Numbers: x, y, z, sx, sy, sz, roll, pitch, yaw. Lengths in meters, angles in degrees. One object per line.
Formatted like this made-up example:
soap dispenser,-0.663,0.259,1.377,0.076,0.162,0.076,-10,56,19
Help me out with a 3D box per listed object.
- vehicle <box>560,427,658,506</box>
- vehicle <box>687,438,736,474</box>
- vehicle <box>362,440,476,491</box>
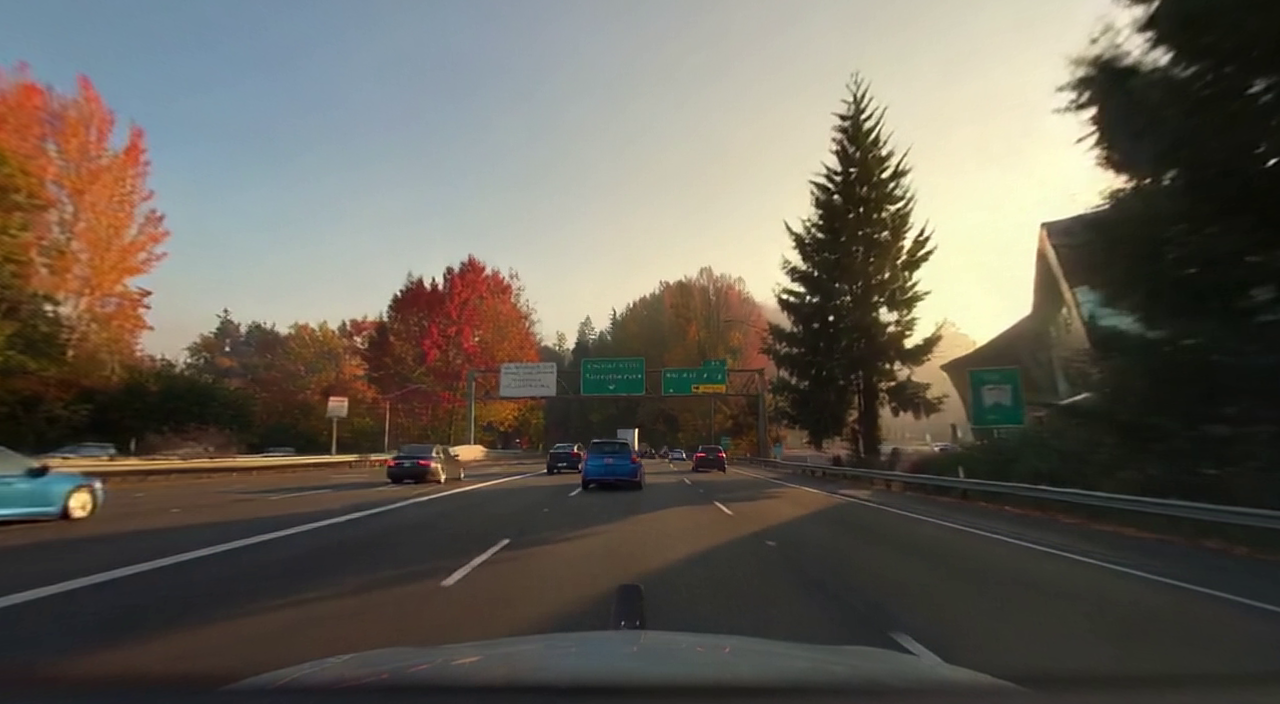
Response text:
vehicle,-0.625,2.919,16.472,2.101,1.742,4.495,0,-9,3
vehicle,3.774,5.586,34.016,2.193,1.778,4.488,0,-9,1
vehicle,-7.238,3.773,21.259,2.057,1.496,4.661,0,-9,1
